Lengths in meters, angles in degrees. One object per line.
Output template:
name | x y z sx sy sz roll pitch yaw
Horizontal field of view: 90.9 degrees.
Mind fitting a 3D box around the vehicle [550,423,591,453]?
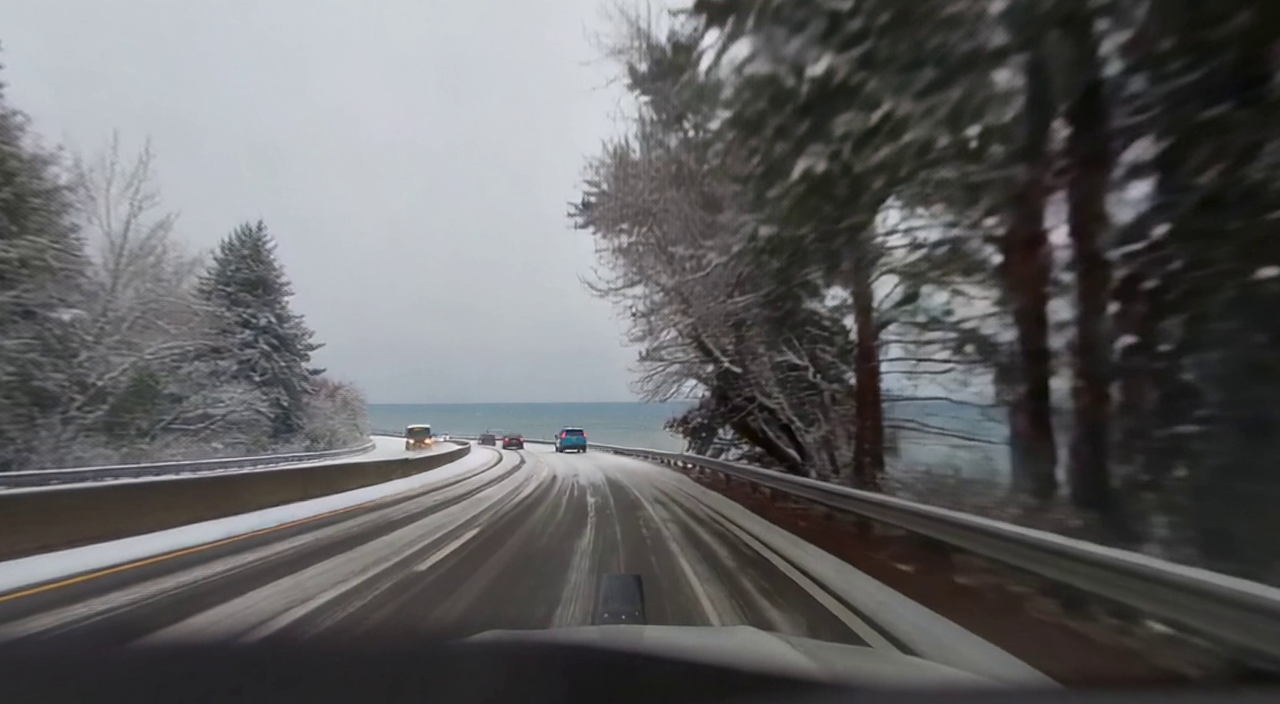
vehicle | -5.470 6.741 48.936 2.632 2.162 5.529 1 -9 -12
